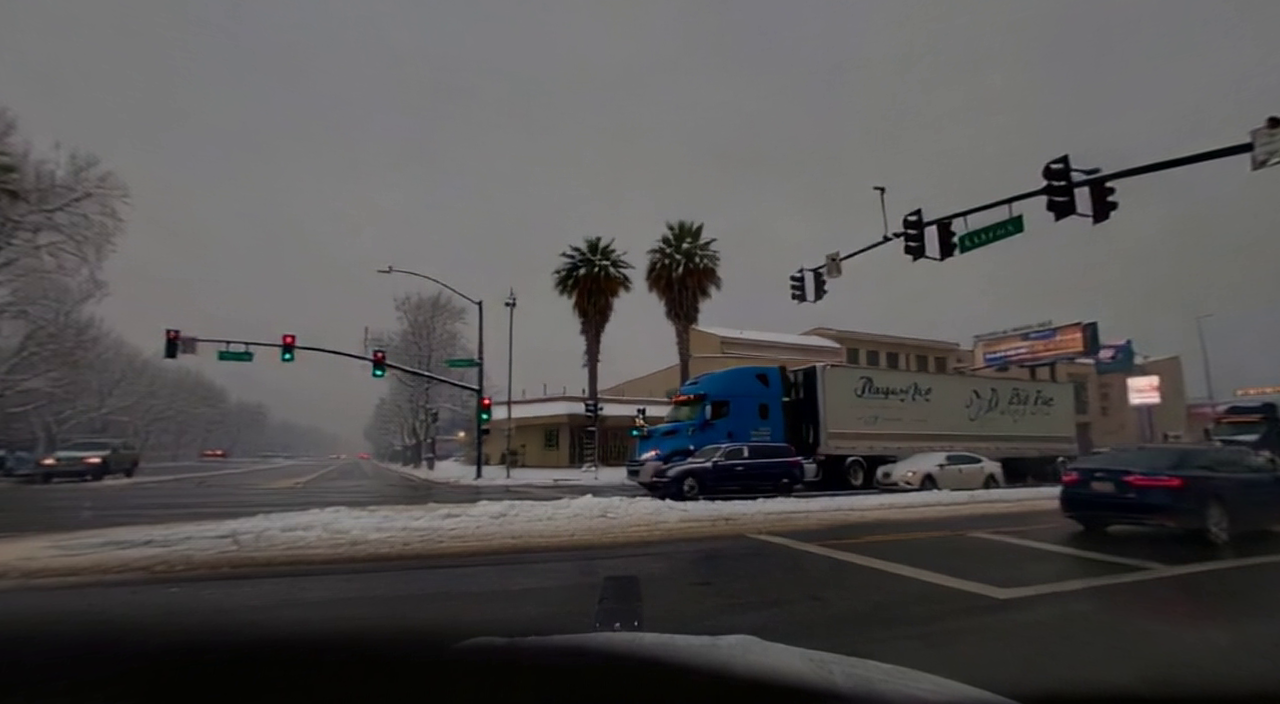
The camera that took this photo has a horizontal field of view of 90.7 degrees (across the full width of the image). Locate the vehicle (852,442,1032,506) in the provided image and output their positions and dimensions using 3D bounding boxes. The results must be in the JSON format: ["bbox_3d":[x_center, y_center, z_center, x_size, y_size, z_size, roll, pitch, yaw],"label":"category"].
[{"bbox_3d":[9.028,3.578,18.929,4.958,1.510,1.949,1,-10,-24],"label":"vehicle"}]

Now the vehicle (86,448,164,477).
[{"bbox_3d":[-30.175,6.446,37.237,1.834,1.521,4.970,3,-9,-19],"label":"vehicle"}]

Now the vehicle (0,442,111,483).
[{"bbox_3d":[-27.166,5.079,29.523,2.028,1.744,4.876,3,-9,-19],"label":"vehicle"}]

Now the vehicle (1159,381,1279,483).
[{"bbox_3d":[24.623,3.371,26.379,3.372,3.903,3.027,4,-10,-23],"label":"vehicle"}]

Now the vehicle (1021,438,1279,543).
[{"bbox_3d":[9.434,2.301,11.079,5.114,1.492,2.040,4,-9,-23],"label":"vehicle"}]

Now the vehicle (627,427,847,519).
[{"bbox_3d":[2.480,3.018,16.274,5.079,1.893,2.200,1,-10,-25],"label":"vehicle"}]

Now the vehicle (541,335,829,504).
[{"bbox_3d":[1.443,2.172,19.330,8.167,4.352,3.029,4,-9,-24],"label":"vehicle"}]
